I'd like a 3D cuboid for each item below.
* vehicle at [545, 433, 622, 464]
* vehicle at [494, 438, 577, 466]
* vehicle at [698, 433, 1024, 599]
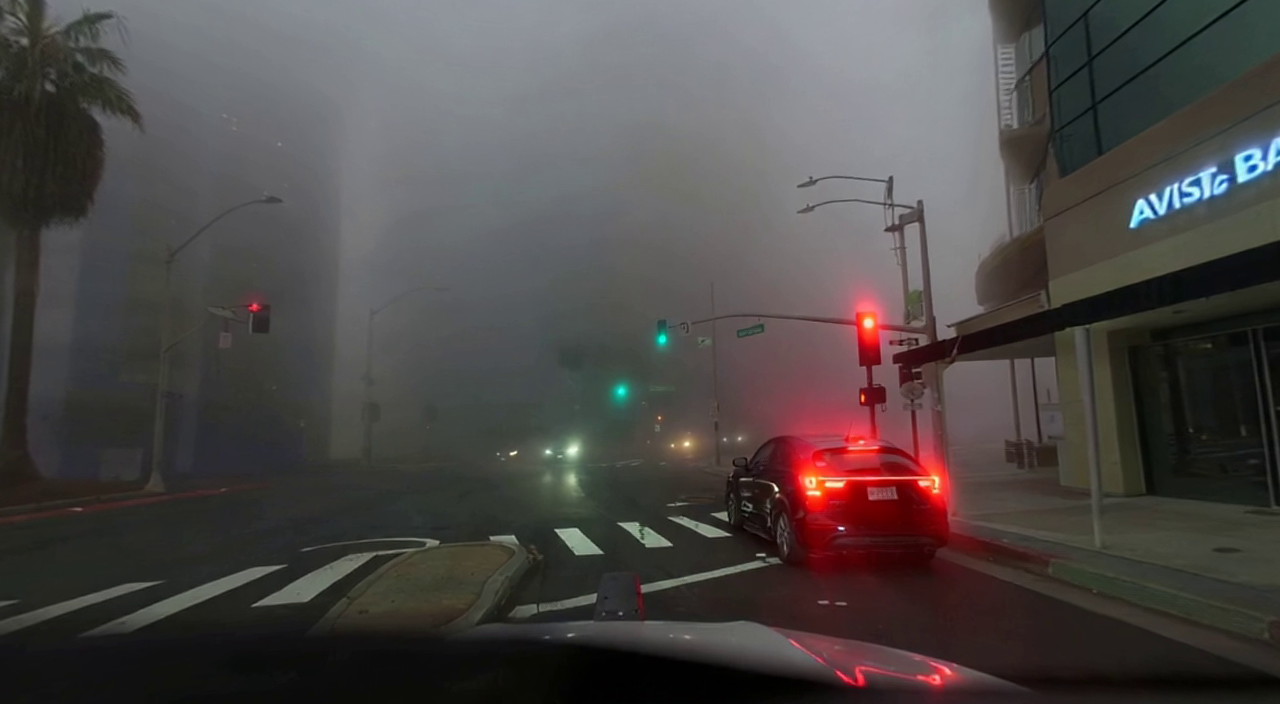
[{"bbox_3d":[-2.870,5.059,33.309,2.052,1.478,4.395,-4,-9,26],"label":"vehicle"},{"bbox_3d":[-5.949,5.773,36.540,1.896,1.492,4.808,-6,-10,34],"label":"vehicle"},{"bbox_3d":[2.253,1.822,8.140,2.090,1.466,4.676,1,-8,-6],"label":"vehicle"}]
